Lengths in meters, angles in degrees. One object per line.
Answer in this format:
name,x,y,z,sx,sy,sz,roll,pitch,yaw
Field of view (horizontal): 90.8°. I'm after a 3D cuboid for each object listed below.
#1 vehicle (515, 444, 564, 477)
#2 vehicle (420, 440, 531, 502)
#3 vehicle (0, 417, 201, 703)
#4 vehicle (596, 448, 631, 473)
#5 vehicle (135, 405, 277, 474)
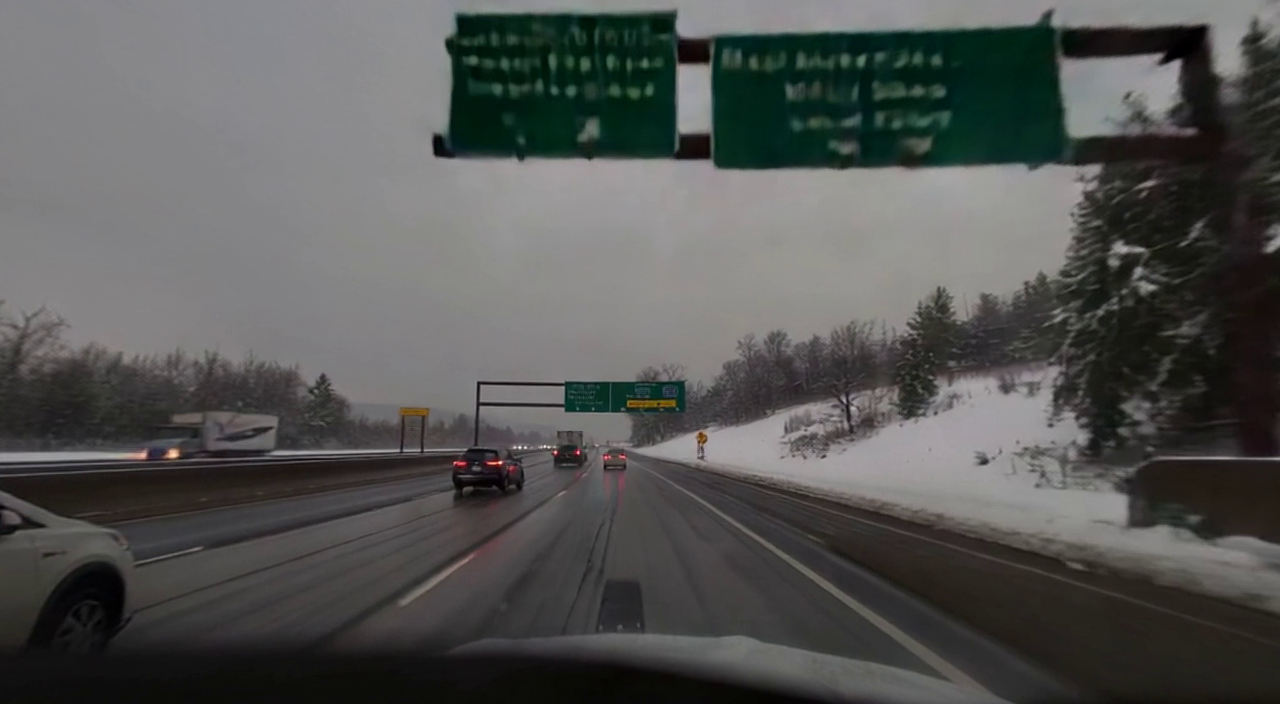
vehicle,-5.319,5.824,34.025,2.118,1.624,4.032,0,-9,-2
vehicle,-4.723,3.475,18.855,2.208,1.619,4.162,0,-9,-1
vehicle,-3.737,0.921,1.966,1.892,1.492,3.940,0,-9,0
vehicle,-1.705,6.689,39.142,1.988,1.440,4.201,0,-9,-4
vehicle,-24.341,5.055,36.050,2.694,3.452,7.760,0,-9,-2
